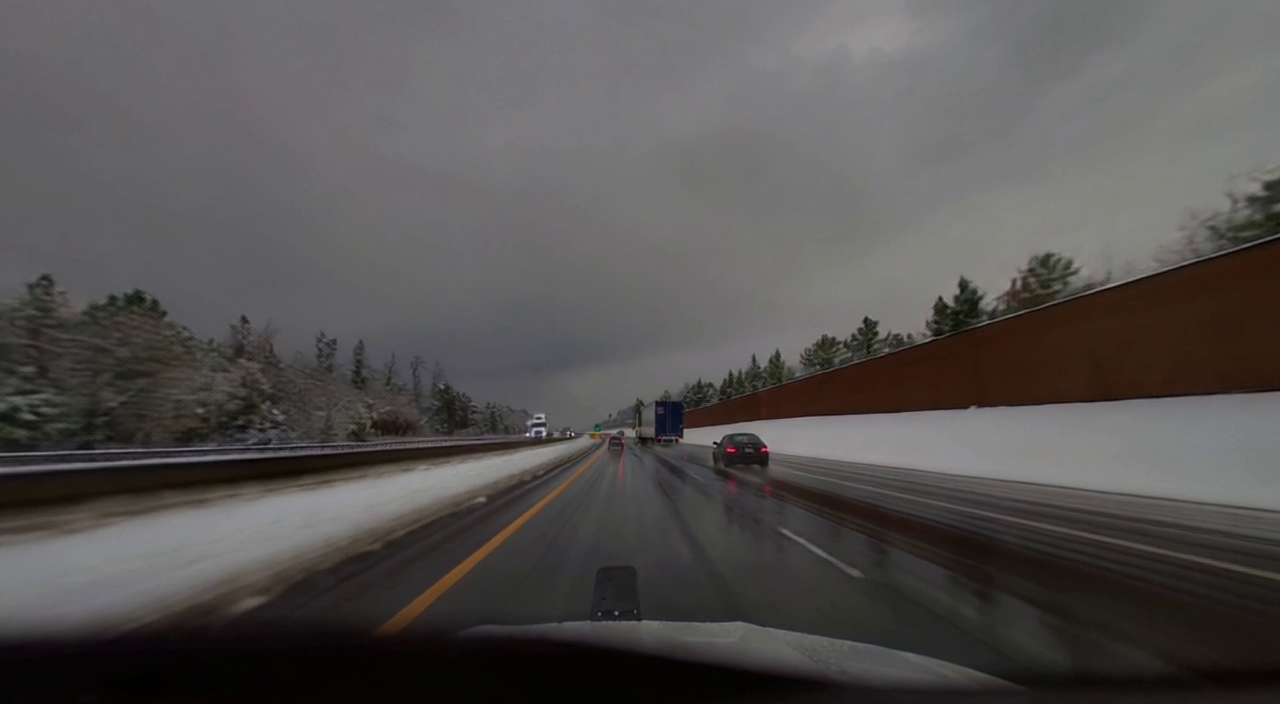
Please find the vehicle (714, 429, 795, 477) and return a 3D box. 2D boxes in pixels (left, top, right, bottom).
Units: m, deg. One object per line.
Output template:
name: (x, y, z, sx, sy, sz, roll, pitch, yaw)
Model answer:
vehicle: (3.779, 3.393, 21.588, 1.813, 1.454, 4.197, 0, -7, -3)
